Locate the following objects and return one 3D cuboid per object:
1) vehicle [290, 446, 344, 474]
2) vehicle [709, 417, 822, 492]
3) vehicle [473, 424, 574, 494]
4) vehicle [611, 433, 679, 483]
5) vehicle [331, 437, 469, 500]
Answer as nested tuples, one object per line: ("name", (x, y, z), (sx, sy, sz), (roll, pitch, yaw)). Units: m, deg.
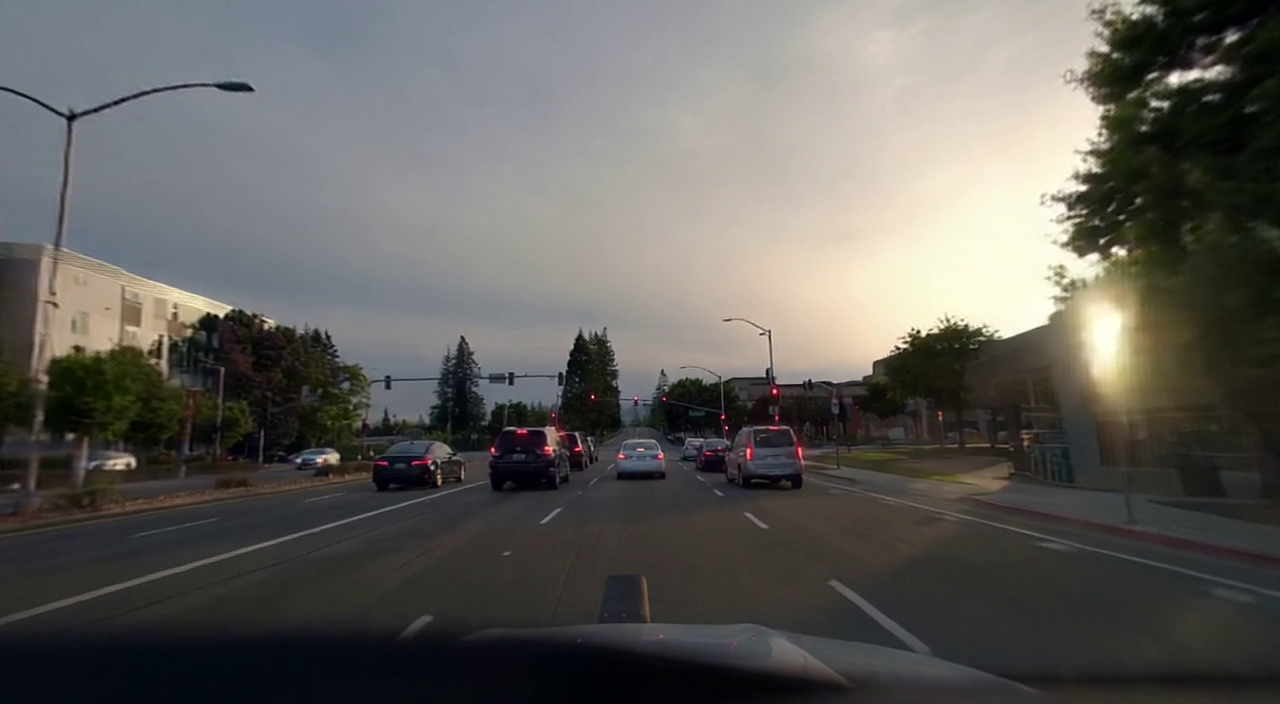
("vehicle", (-22.396, 7.457, 43.762), (2.219, 1.786, 5.705), (3, -9, -17))
("vehicle", (3.359, 2.890, 17.945), (2.141, 1.833, 4.704), (0, -8, -2))
("vehicle", (-3.065, 2.939, 17.537), (1.912, 1.703, 4.261), (0, -8, 1))
("vehicle", (0.132, 3.433, 20.616), (2.021, 1.461, 3.862), (0, -8, -1))
("vehicle", (-6.358, 3.122, 17.314), (1.926, 1.465, 4.620), (0, -8, 1))
